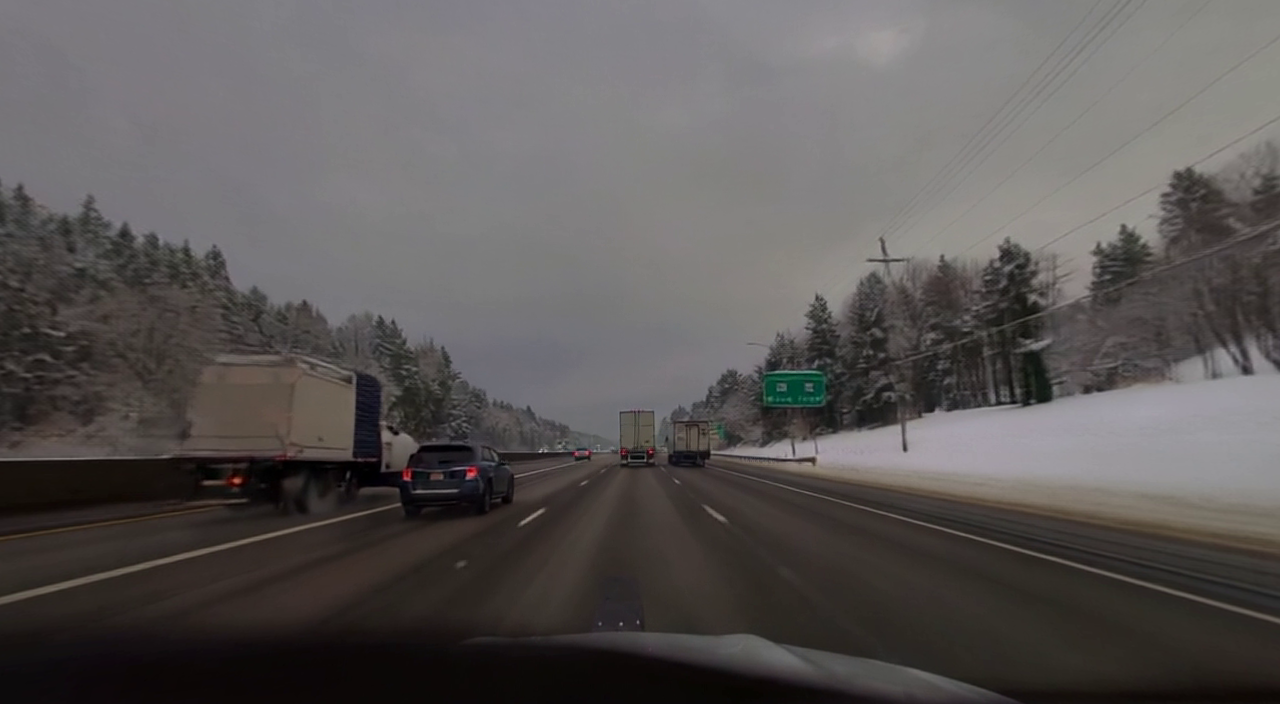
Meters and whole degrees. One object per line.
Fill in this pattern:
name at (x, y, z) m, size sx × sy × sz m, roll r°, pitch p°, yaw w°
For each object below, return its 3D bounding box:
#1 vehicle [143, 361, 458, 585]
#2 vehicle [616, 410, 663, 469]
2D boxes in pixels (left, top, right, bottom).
vehicle at (-3.905, 1.463, 8.126) m, size 2.033 × 2.234 × 3.490 m, roll 0°, pitch -9°, yaw 0°
vehicle at (-0.031, 6.850, 48.974) m, size 3.201 × 4.019 × 10.918 m, roll 0°, pitch -9°, yaw 0°
